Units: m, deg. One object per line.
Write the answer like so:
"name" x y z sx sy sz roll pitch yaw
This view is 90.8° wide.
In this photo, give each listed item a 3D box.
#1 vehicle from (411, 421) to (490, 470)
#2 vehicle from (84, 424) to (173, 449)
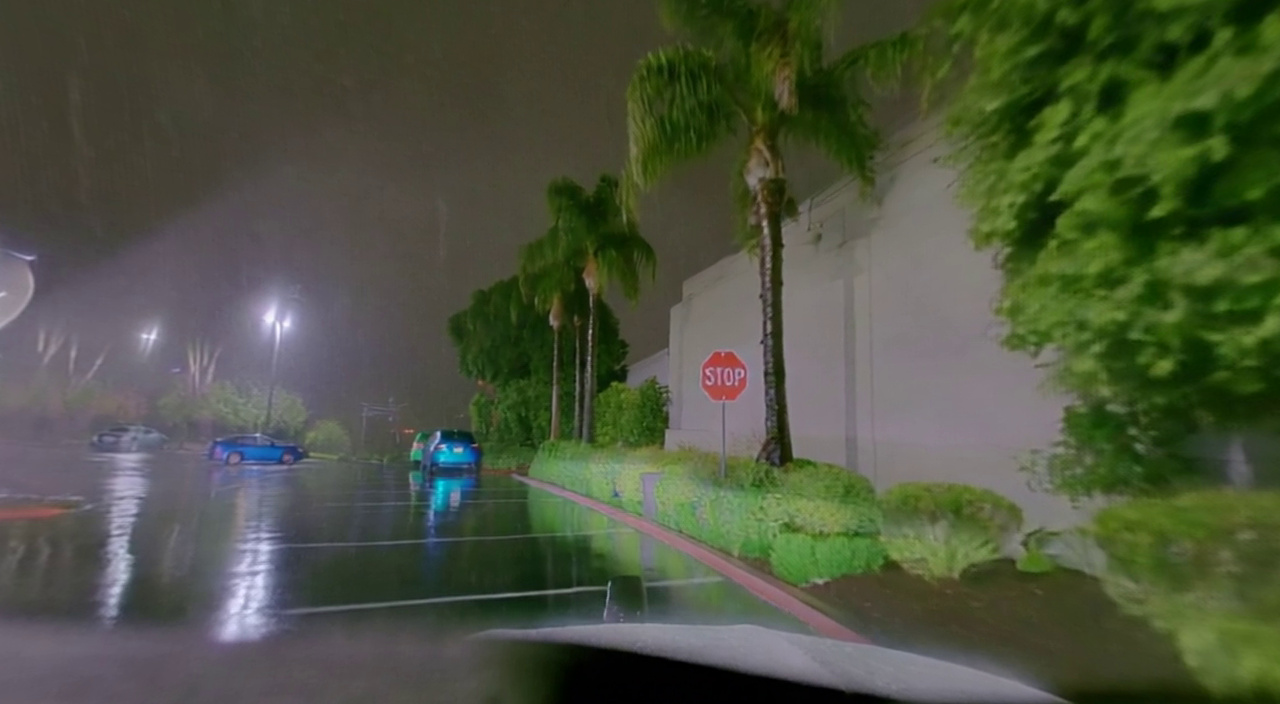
"vehicle" -7.415 3.623 24.446 2.071 1.700 4.367 4 -10 -27
"vehicle" -34.443 5.734 42.644 4.457 1.552 1.748 7 -11 -39
